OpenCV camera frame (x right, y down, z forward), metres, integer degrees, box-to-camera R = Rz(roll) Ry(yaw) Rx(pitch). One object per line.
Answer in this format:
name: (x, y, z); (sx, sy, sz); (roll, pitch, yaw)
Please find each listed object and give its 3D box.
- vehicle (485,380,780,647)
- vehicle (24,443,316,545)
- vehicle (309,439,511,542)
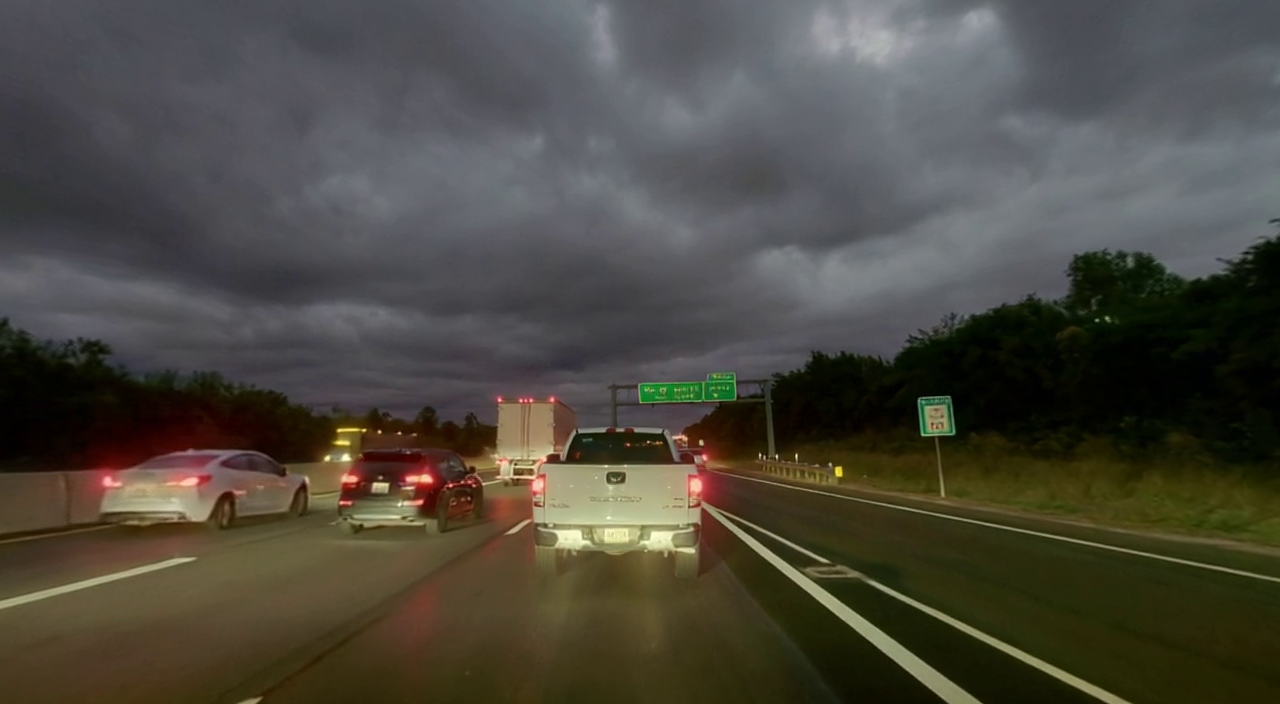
vehicle: (-0.083, 1.356, 6.073); (1.995, 1.798, 3.380); (0, -9, -1)
vehicle: (-8.137, 2.457, 11.665); (1.874, 1.470, 4.576); (0, -9, 0)
vehicle: (-3.904, 2.421, 11.703); (1.986, 1.501, 4.407); (-1, -9, 1)
